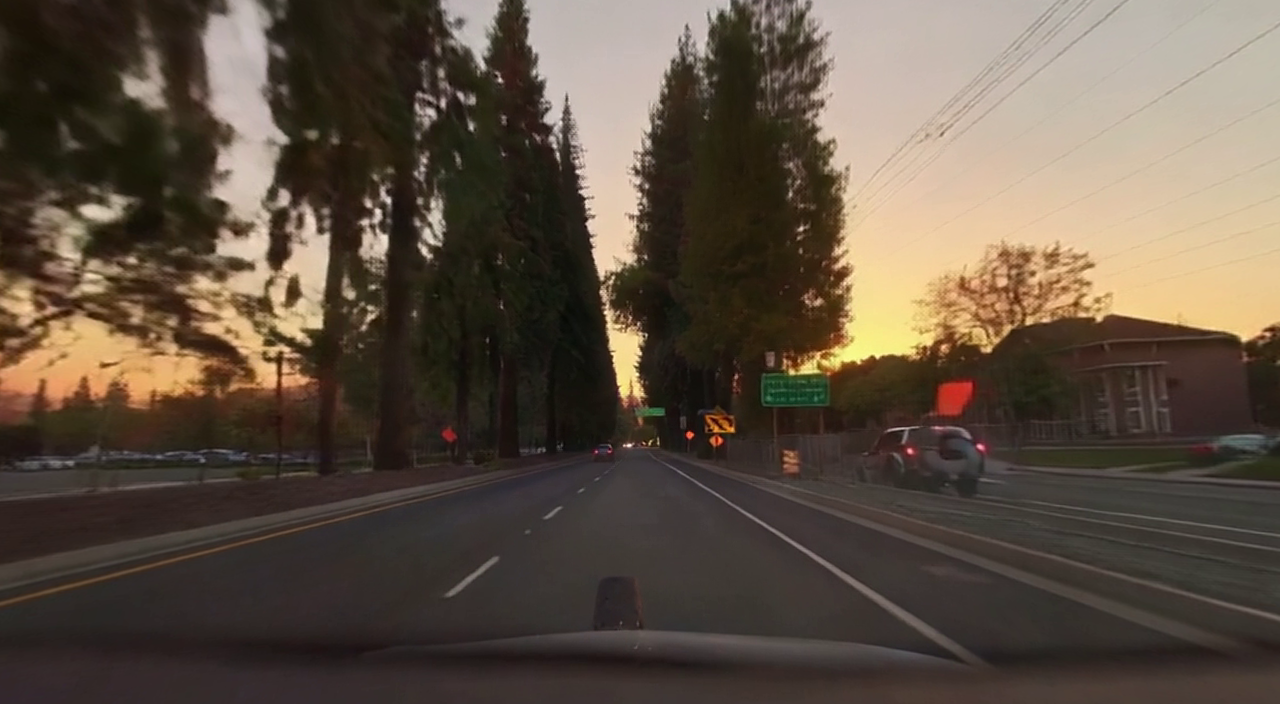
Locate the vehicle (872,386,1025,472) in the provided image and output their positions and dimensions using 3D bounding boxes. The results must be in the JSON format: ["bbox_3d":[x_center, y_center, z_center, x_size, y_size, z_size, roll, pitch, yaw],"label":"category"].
[{"bbox_3d":[14.719,3.929,31.328,2.889,3.610,9.347,0,-8,1],"label":"vehicle"}]
